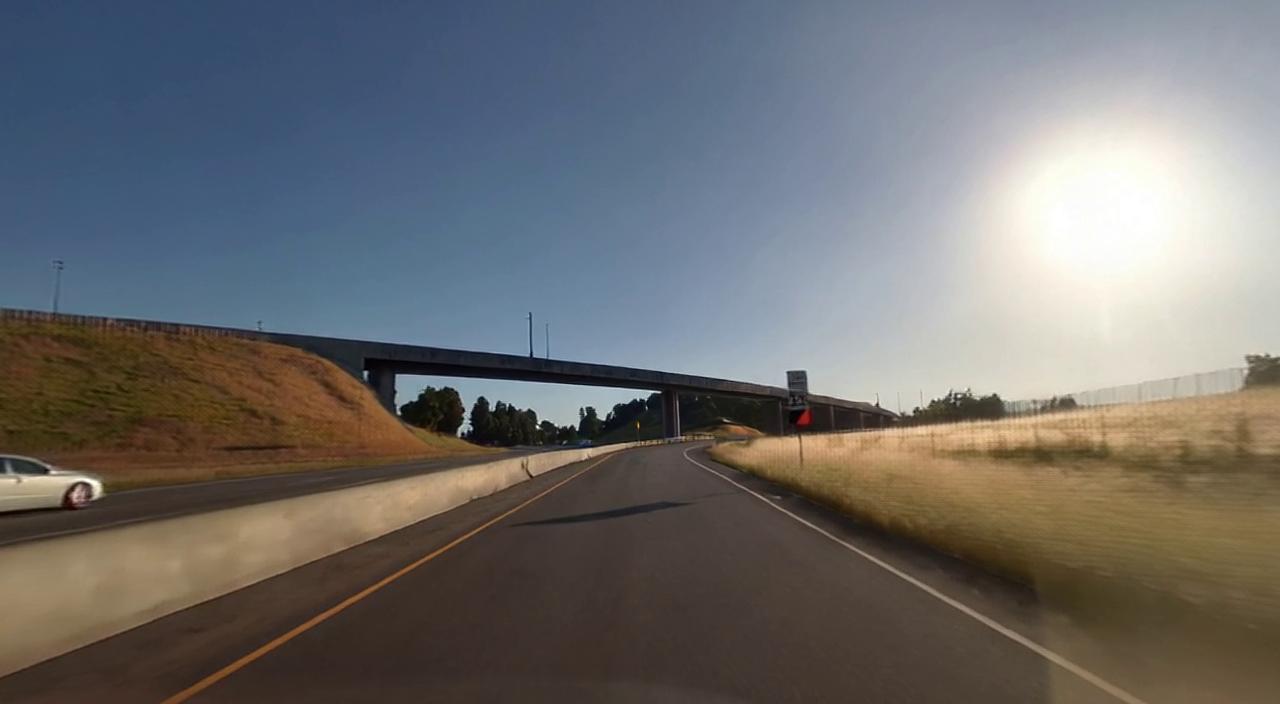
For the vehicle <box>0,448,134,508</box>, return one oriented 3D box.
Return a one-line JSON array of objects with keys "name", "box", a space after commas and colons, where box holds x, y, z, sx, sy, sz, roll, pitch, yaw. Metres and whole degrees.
[{"name": "vehicle", "box": [-18.202, 3.724, 19.028, 1.880, 1.509, 4.775, 0, -8, -1]}]
